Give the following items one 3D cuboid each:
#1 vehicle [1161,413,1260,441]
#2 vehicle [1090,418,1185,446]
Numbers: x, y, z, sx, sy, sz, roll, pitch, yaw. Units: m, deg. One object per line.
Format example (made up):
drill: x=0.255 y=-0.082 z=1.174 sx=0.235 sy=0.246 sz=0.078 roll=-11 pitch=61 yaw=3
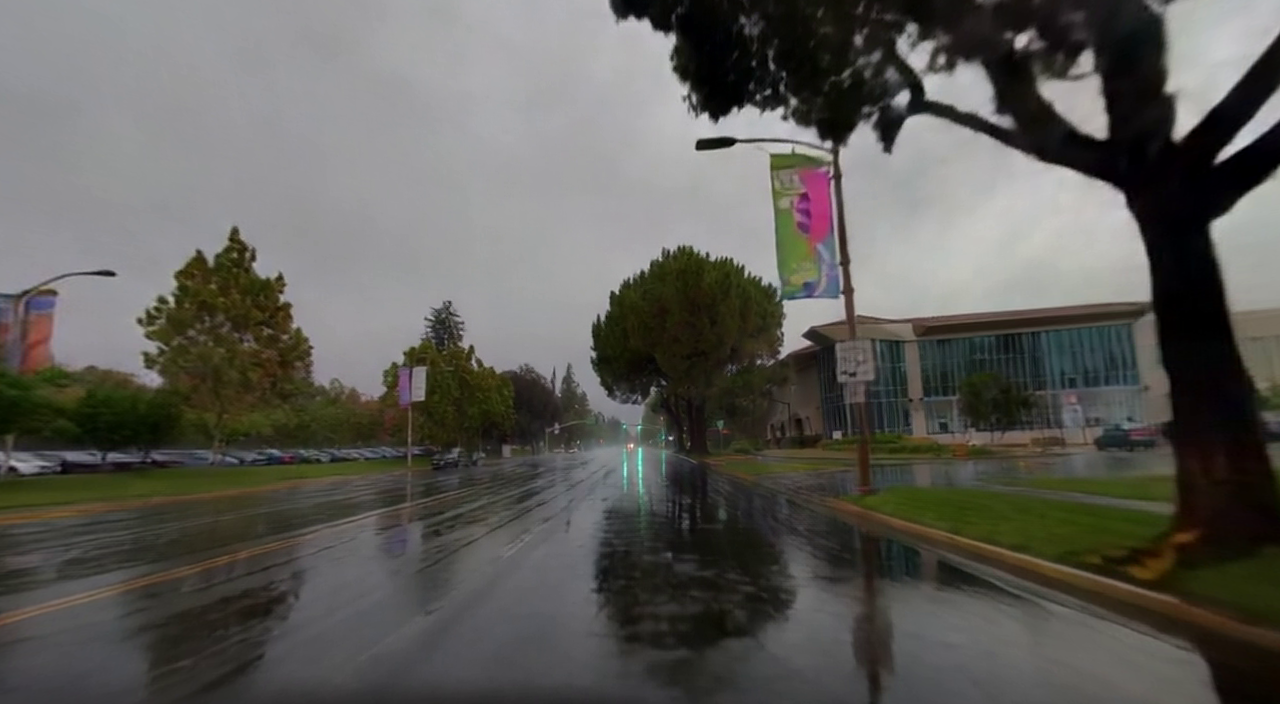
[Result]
vehicle: x=33.469 y=4.450 z=36.981 sx=1.917 sy=1.469 sz=4.195 roll=0 pitch=-9 yaw=1
vehicle: x=28.140 y=4.597 z=35.684 sx=1.895 sy=1.503 sz=4.234 roll=0 pitch=-9 yaw=0
